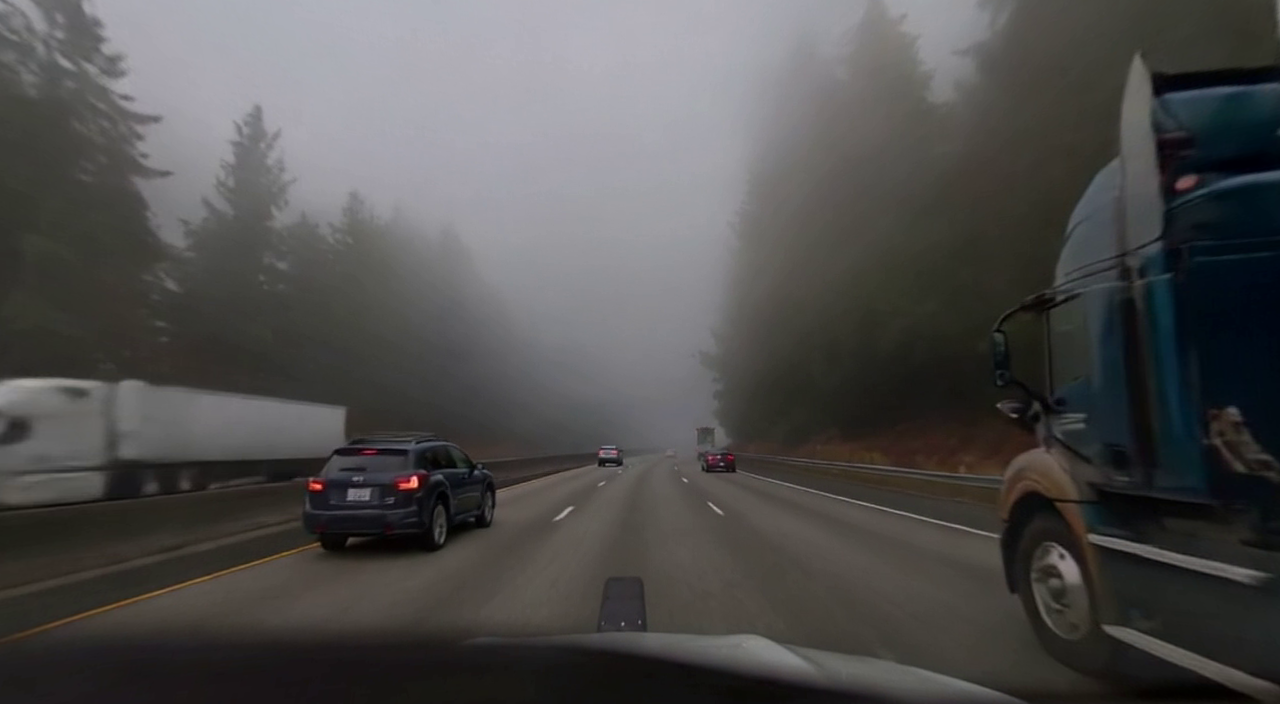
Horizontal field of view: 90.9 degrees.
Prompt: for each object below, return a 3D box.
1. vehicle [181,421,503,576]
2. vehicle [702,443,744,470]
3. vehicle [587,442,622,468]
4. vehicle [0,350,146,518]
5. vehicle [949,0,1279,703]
[{"bbox_3d":[-3.513,1.845,8.765,2.085,1.530,4.809,0,-9,0],"label":"vehicle"},{"bbox_3d":[5.180,6.583,39.704,2.176,1.598,3.878,0,-9,1],"label":"vehicle"},{"bbox_3d":[-2.377,7.041,43.229,2.017,1.683,4.309,0,-9,2],"label":"vehicle"},{"bbox_3d":[-15.679,1.938,14.718,3.109,3.685,5.956,0,-9,1],"label":"vehicle"},{"bbox_3d":[4.385,-0.110,2.844,2.976,3.886,5.835,0,-9,1],"label":"vehicle"}]
